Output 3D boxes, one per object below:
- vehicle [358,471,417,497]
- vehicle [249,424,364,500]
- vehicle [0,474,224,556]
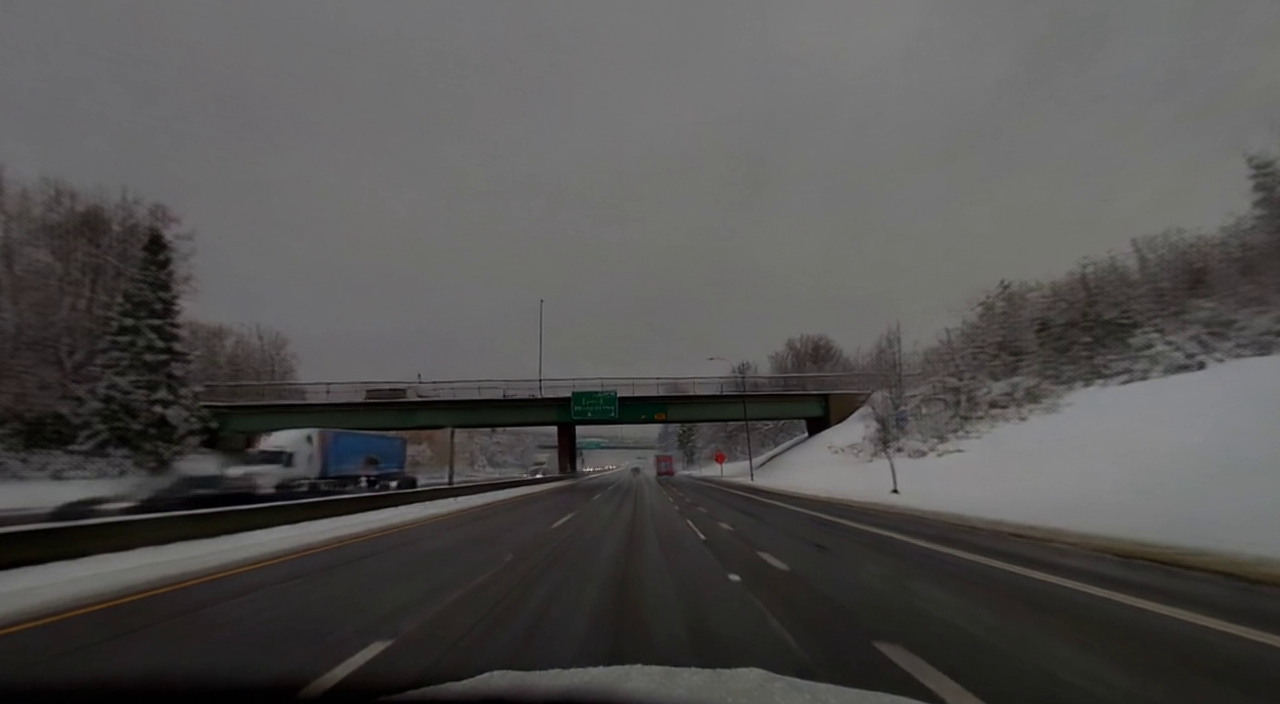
[{"bbox_3d":[-16.143,8.468,40.538,1.938,1.477,4.455,1,-10,1],"label":"vehicle"},{"bbox_3d":[-20.624,6.936,39.594,2.945,4.265,7.006,0,-11,2],"label":"vehicle"},{"bbox_3d":[-12.019,3.538,14.277,1.925,1.436,4.717,1,-10,0],"label":"vehicle"}]
